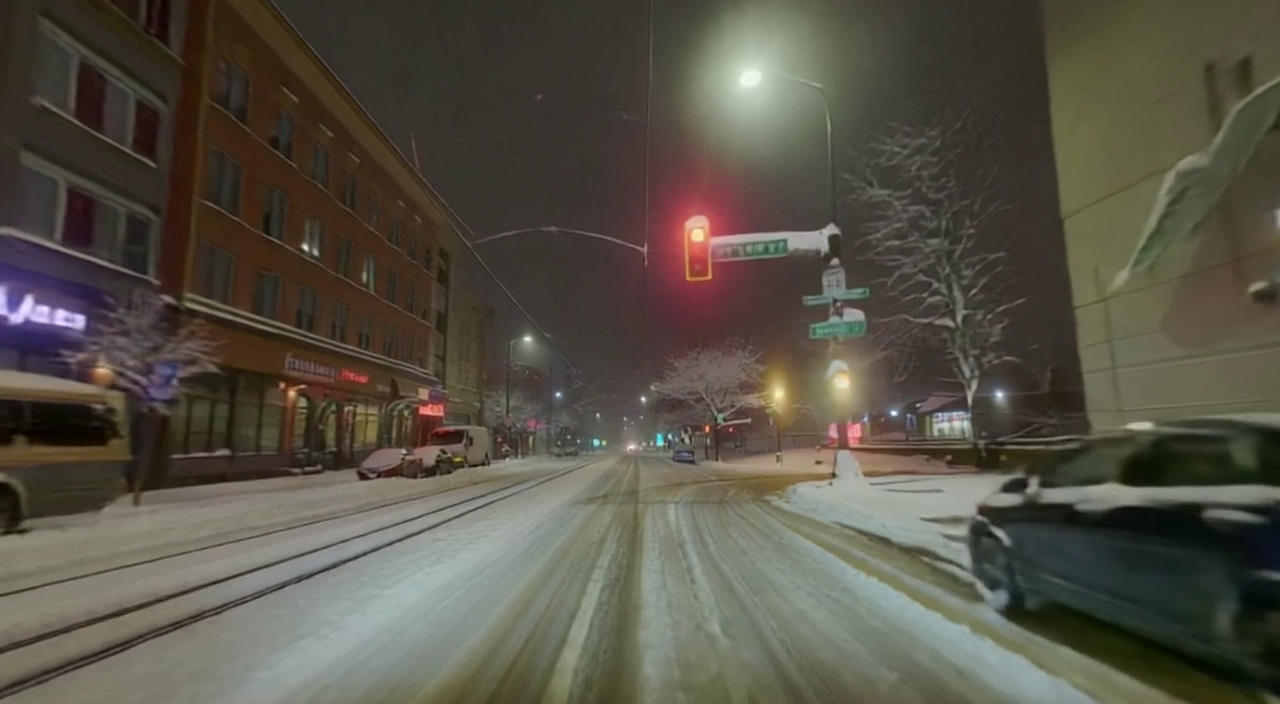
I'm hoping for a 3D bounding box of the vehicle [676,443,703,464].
[{"bbox_3d":[3.782,7.786,48.504,1.819,1.546,3.681,0,-8,1],"label":"vehicle"}]

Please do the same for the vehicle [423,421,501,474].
[{"bbox_3d":[-10.387,5.667,37.568,2.378,2.765,7.920,0,-8,0],"label":"vehicle"}]

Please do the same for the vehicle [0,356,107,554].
[{"bbox_3d":[-10.210,1.200,7.205,2.291,2.745,6.492,-1,-9,2],"label":"vehicle"}]

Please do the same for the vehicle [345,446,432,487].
[{"bbox_3d":[-9.992,4.557,25.375,1.897,1.464,4.209,0,-8,-2],"label":"vehicle"}]

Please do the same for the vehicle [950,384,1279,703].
[{"bbox_3d":[3.899,1.117,4.180,1.869,1.557,3.501,0,-8,0],"label":"vehicle"}]
